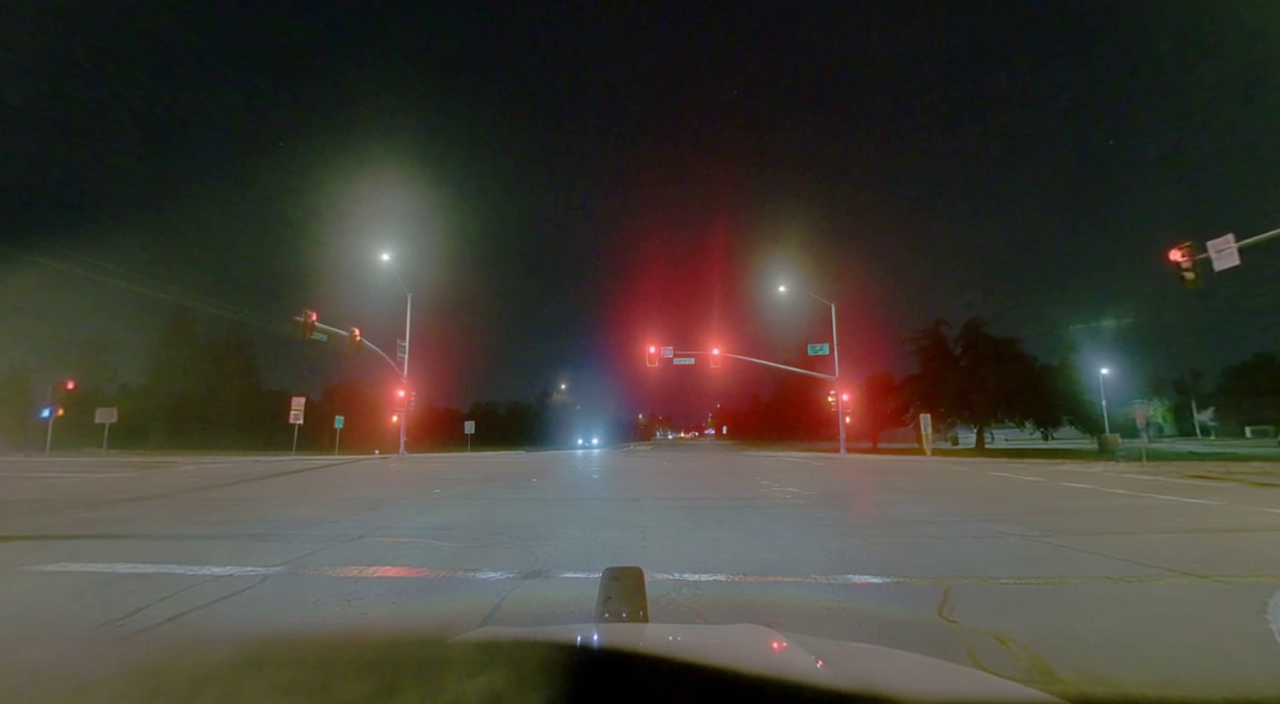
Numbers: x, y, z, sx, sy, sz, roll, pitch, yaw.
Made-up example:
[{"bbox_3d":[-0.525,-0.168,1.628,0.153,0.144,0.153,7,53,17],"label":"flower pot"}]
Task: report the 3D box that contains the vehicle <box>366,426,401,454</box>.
[{"bbox_3d":[-20.005,6.854,48.889,1.873,2.079,2.879,5,-10,-33],"label":"vehicle"}]
